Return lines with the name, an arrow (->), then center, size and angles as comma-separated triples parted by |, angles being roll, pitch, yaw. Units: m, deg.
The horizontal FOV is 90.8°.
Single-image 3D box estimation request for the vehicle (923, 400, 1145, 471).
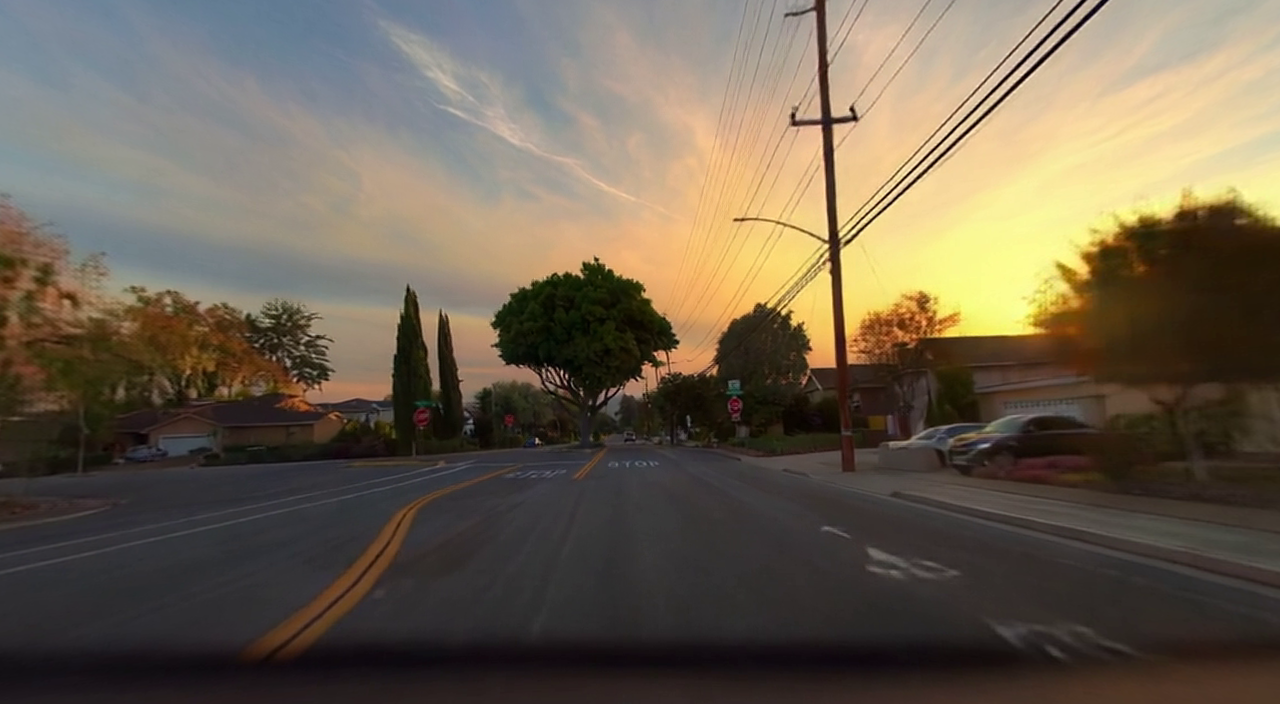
vehicle -> 10.572, 2.311, 17.319 | 4.544, 1.807, 2.204 | -1, -9, 3
